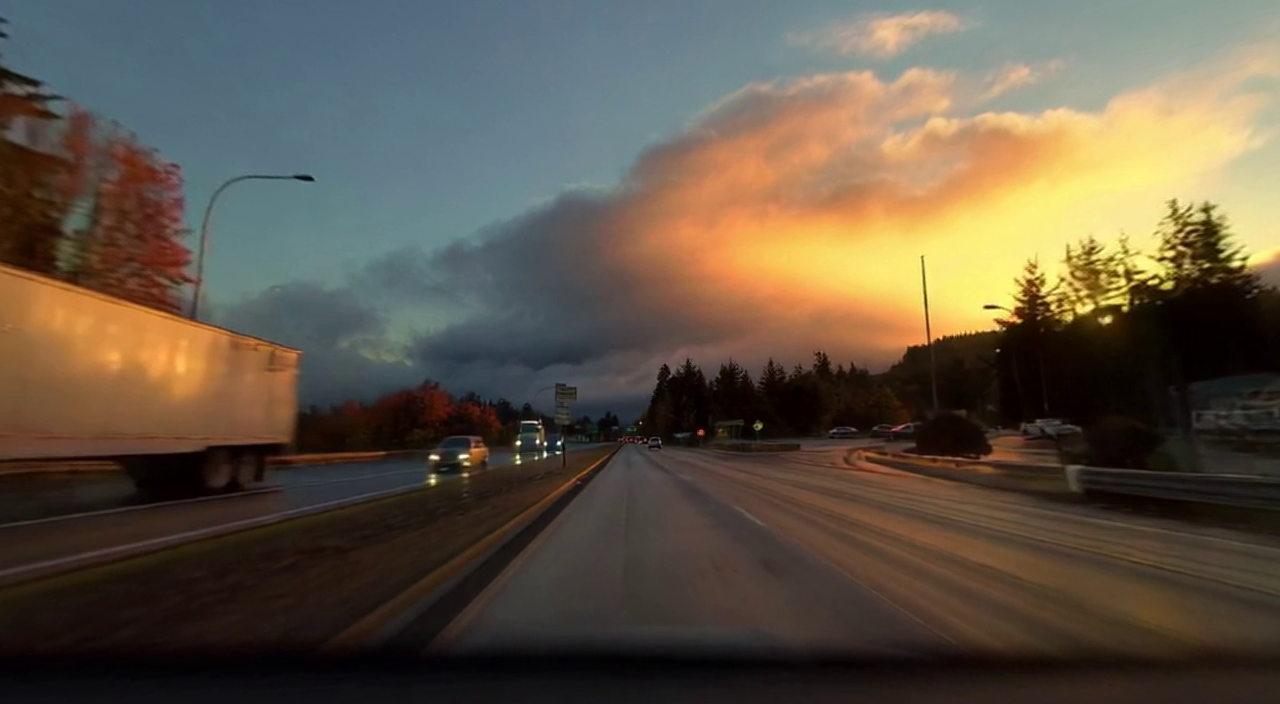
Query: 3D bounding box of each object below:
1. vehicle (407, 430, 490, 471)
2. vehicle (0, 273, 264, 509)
[{"bbox_3d":[-7.955,4.147,26.659,1.993,1.550,4.775,0,-8,0],"label":"vehicle"},{"bbox_3d":[-11.775,0.666,10.375,3.077,3.738,13.263,0,-8,-1],"label":"vehicle"}]
